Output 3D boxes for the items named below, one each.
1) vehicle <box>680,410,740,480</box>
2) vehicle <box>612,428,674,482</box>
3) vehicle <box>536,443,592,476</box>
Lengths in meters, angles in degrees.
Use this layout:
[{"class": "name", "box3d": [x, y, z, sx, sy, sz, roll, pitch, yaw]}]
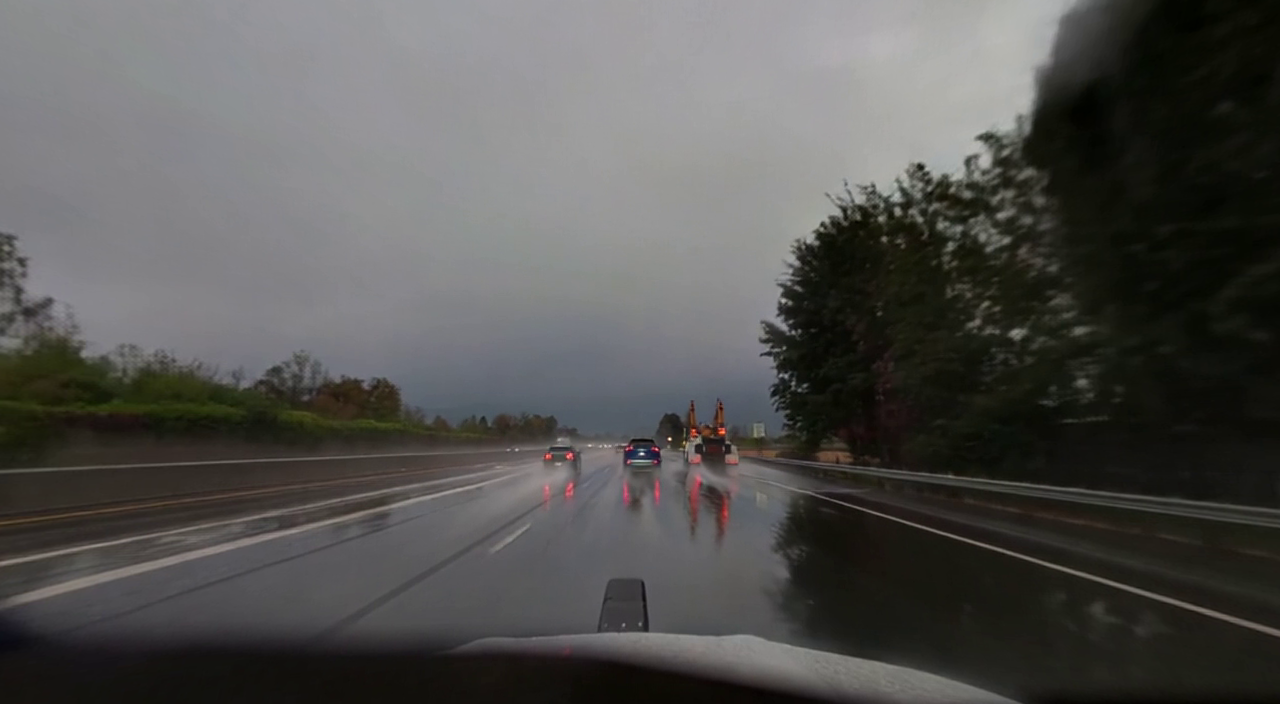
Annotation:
[{"class": "vehicle", "box3d": [4.143, 5.798, 39.515, 2.793, 3.828, 9.580, 0, -8, 1]}, {"class": "vehicle", "box3d": [0.118, 4.183, 25.868, 2.308, 1.993, 4.631, 0, -8, 0]}, {"class": "vehicle", "box3d": [-3.613, 5.201, 30.780, 2.096, 1.469, 4.319, 0, -8, 1]}]
